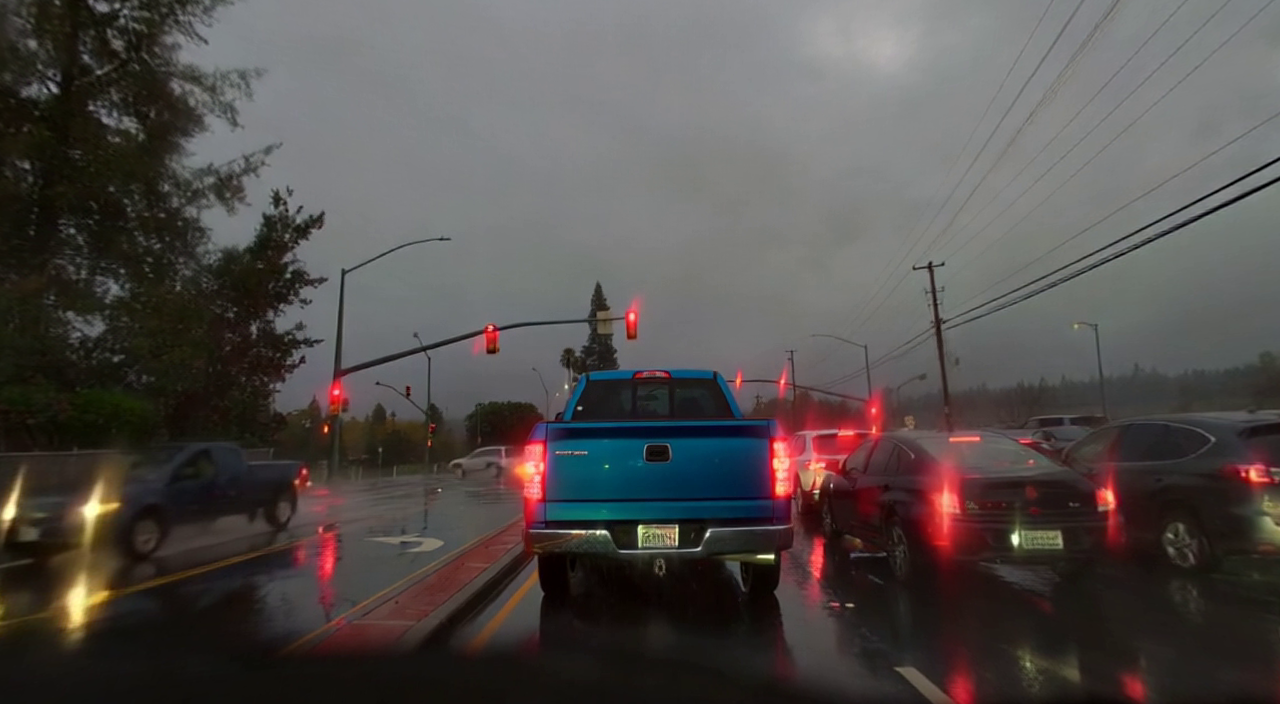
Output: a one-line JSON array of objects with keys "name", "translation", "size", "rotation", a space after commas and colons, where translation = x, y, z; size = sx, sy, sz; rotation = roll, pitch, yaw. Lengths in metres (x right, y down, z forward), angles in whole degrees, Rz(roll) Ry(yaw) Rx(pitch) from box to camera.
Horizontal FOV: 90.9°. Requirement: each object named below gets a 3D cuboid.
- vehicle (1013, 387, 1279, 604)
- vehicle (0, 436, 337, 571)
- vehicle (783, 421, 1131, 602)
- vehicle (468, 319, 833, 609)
[{"name": "vehicle", "translation": [6.156, 1.363, 6.469], "size": [1.982, 1.727, 4.352], "rotation": [0, -8, 1]}, {"name": "vehicle", "translation": [-7.374, 2.276, 10.379], "size": [2.369, 1.690, 4.529], "rotation": [0, -8, 2]}, {"name": "vehicle", "translation": [3.118, 1.638, 7.371], "size": [1.993, 1.495, 4.060], "rotation": [0, -8, 1]}, {"name": "vehicle", "translation": [0.117, 1.307, 8.094], "size": [2.831, 2.284, 6.149], "rotation": [0, -8, 1]}]
